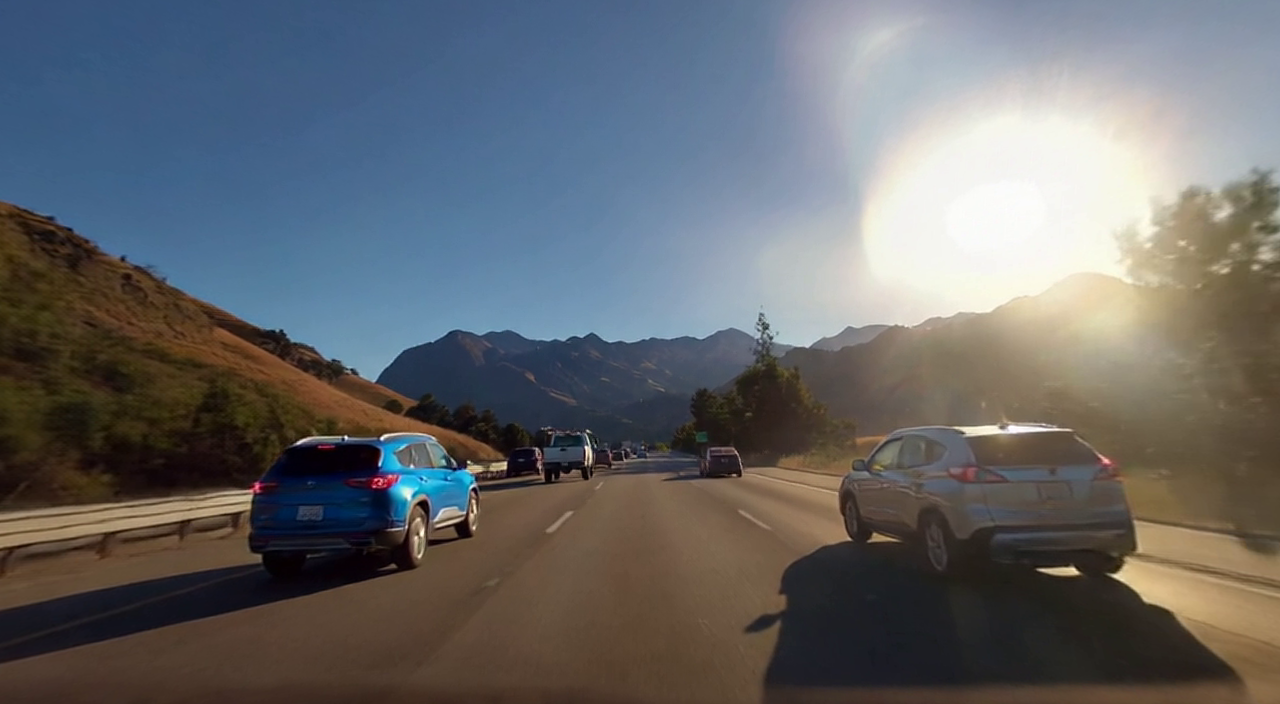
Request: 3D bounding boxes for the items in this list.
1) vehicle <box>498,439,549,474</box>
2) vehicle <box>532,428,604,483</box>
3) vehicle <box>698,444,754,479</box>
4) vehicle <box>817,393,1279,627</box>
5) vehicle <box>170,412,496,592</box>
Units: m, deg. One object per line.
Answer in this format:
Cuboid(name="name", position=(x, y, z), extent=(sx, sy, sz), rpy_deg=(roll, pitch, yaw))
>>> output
Cuboid(name="vehicle", position=(-6.935, 6.277, 38.016), extent=(2.149, 1.922, 4.976), rpy_deg=(0, -8, 0))
Cuboid(name="vehicle", position=(-3.035, 4.541, 27.911), extent=(2.494, 2.136, 5.539), rpy_deg=(0, -8, 1))
Cuboid(name="vehicle", position=(4.169, 5.351, 31.180), extent=(2.071, 1.570, 4.637), rpy_deg=(0, -8, 0))
Cuboid(name="vehicle", position=(3.678, 1.498, 6.979), extent=(2.066, 1.696, 4.604), rpy_deg=(0, -8, 0))
Cuboid(name="vehicle", position=(-3.458, 1.764, 8.246), extent=(2.080, 1.716, 4.207), rpy_deg=(0, -8, 1))
